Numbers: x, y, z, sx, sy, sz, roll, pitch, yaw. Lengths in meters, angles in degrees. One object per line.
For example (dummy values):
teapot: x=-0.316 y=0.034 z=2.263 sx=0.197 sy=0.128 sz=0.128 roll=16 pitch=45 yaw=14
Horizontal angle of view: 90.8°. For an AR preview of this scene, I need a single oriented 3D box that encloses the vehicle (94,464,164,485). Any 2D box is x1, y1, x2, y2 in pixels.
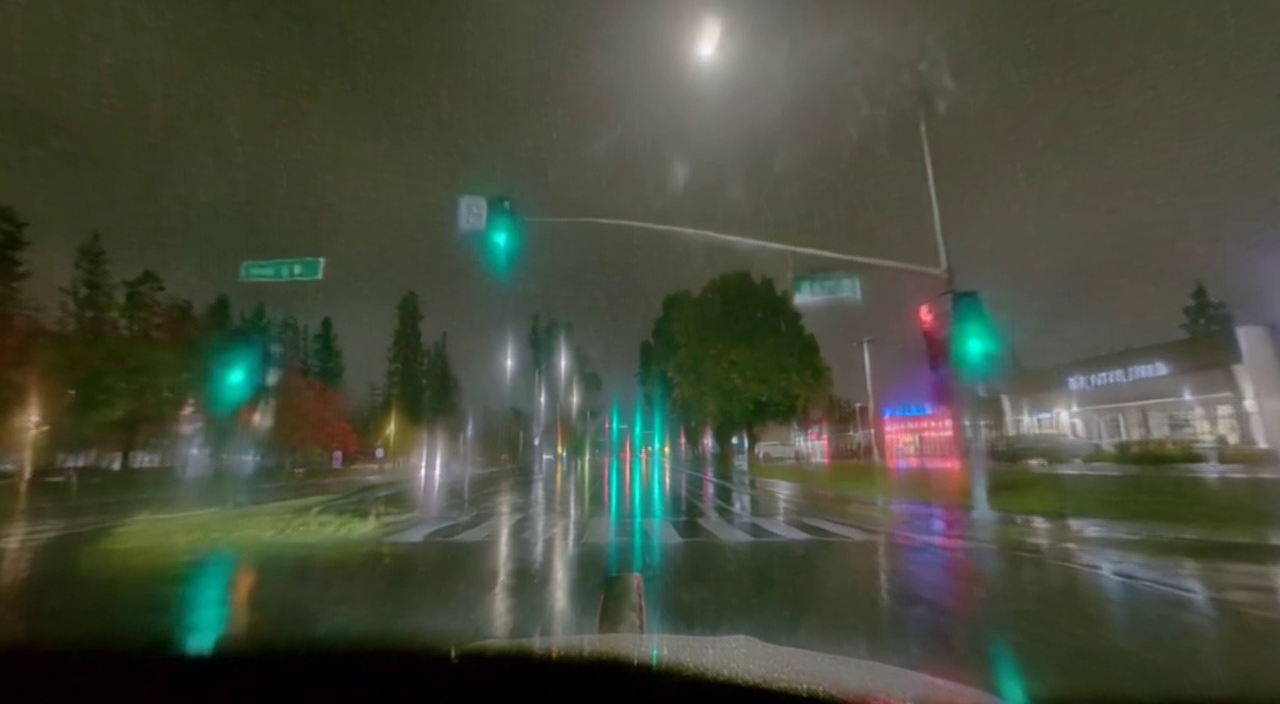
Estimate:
vehicle: x=-37.055 y=8.888 z=45.859 sx=3.470 sy=1.401 sz=1.748 roll=0 pitch=-8 yaw=-2
